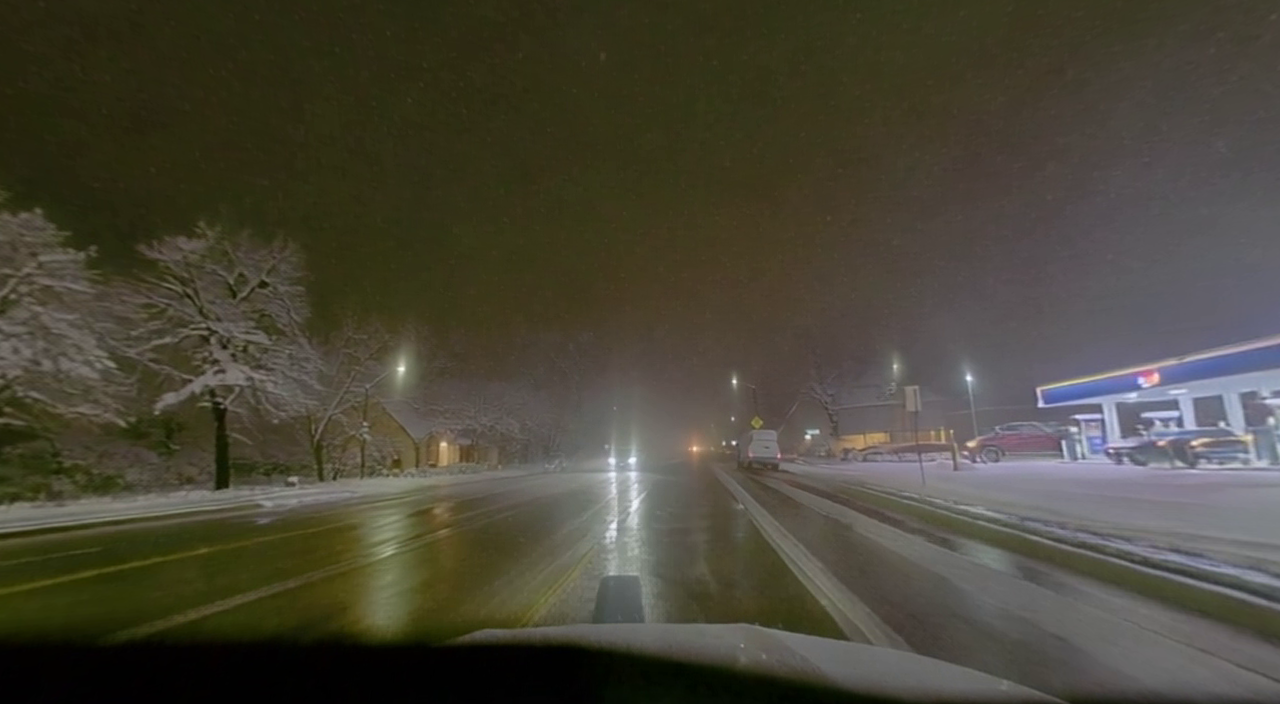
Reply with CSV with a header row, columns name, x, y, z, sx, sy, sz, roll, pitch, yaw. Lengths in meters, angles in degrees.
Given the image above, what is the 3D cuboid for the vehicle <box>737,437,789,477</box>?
name,x,y,z,sx,sy,sz,roll,pitch,yaw
vehicle,6.266,5.399,32.812,2.194,1.896,5.049,-1,-9,6

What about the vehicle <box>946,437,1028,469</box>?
name,x,y,z,sx,sy,sz,roll,pitch,yaw
vehicle,16.877,4.944,30.986,1.919,1.411,4.440,-1,-9,7
